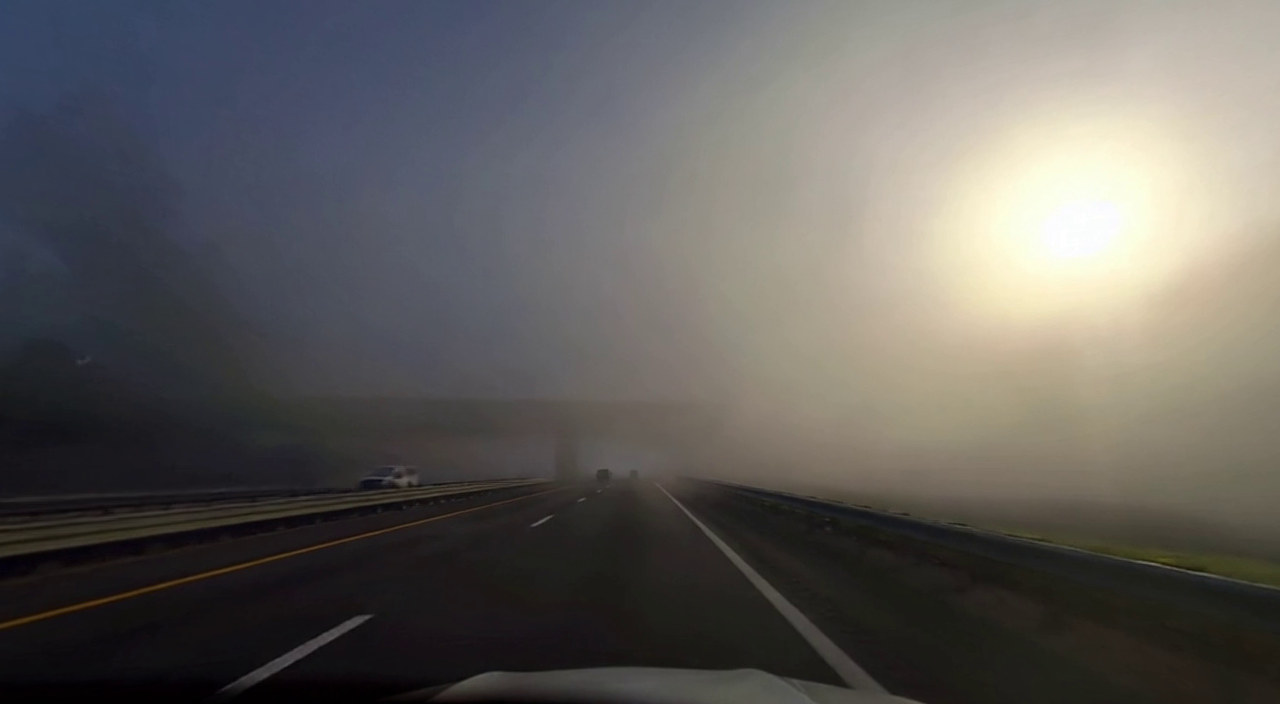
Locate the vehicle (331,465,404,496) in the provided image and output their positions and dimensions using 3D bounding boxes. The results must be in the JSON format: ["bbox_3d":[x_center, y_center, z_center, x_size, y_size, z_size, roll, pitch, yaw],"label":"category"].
[{"bbox_3d":[-15.491,7.308,36.145,2.132,1.603,4.583,1,-10,0],"label":"vehicle"}]
